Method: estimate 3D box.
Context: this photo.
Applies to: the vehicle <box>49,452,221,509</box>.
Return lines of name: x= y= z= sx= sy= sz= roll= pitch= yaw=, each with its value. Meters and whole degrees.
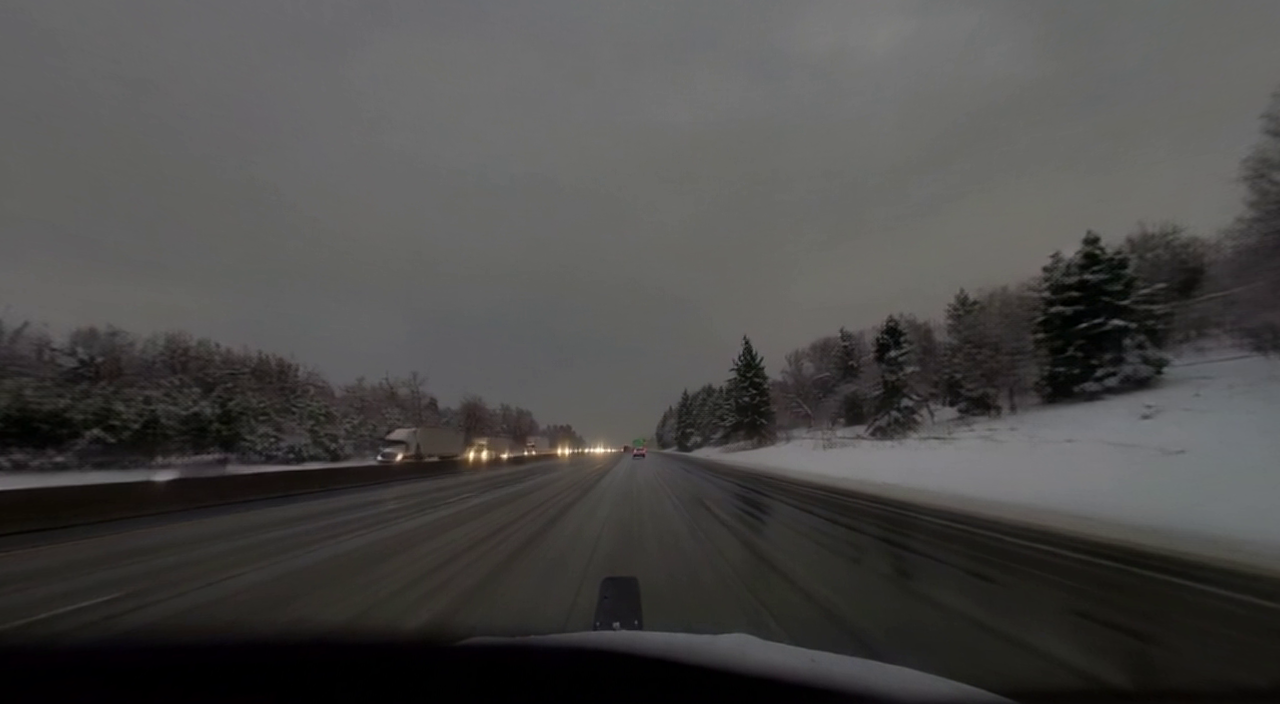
vehicle: x=-15.223 y=3.848 z=19.247 sx=1.828 sy=1.487 sz=4.135 roll=0 pitch=-9 yaw=-1
